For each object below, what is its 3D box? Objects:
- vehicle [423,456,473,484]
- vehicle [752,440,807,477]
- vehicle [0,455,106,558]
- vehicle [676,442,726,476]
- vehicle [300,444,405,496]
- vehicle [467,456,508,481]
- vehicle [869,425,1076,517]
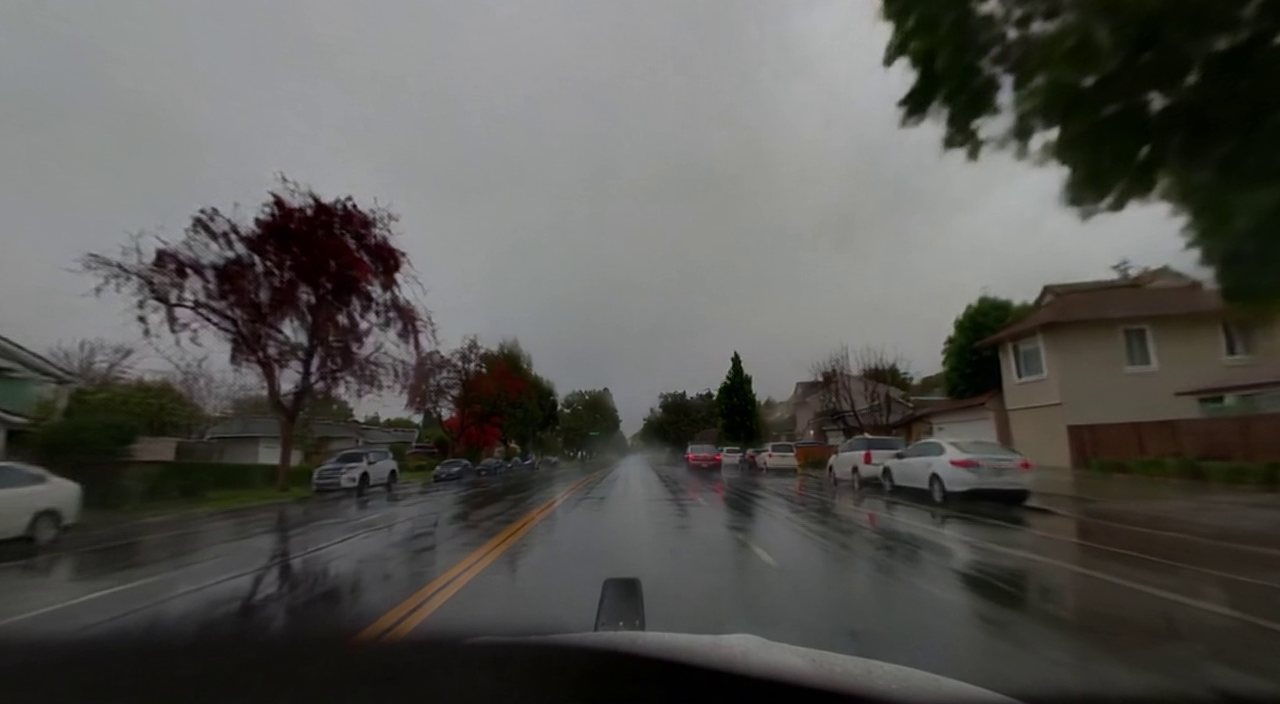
[{"bbox_3d":[-11.774,7.238,39.037,1.809,1.476,4.423,0,-8,-2],"label":"vehicle"},{"bbox_3d":[7.514,5.786,34.576,1.873,1.867,4.673,0,-8,-1],"label":"vehicle"},{"bbox_3d":[-11.536,2.535,10.123,1.953,1.649,4.648,0,-8,-2],"label":"vehicle"},{"bbox_3d":[3.052,5.461,32.504,1.951,1.620,4.582,0,-8,-2],"label":"vehicle"},{"bbox_3d":[-11.600,4.741,25.903,2.181,1.920,4.570,0,-8,-1],"label":"vehicle"},{"bbox_3d":[-11.805,9.013,49.100,1.888,1.668,5.052,0,-8,0],"label":"vehicle"},{"bbox_3d":[7.484,2.715,15.030,2.071,1.793,5.072,0,-8,-1],"label":"vehicle"}]
